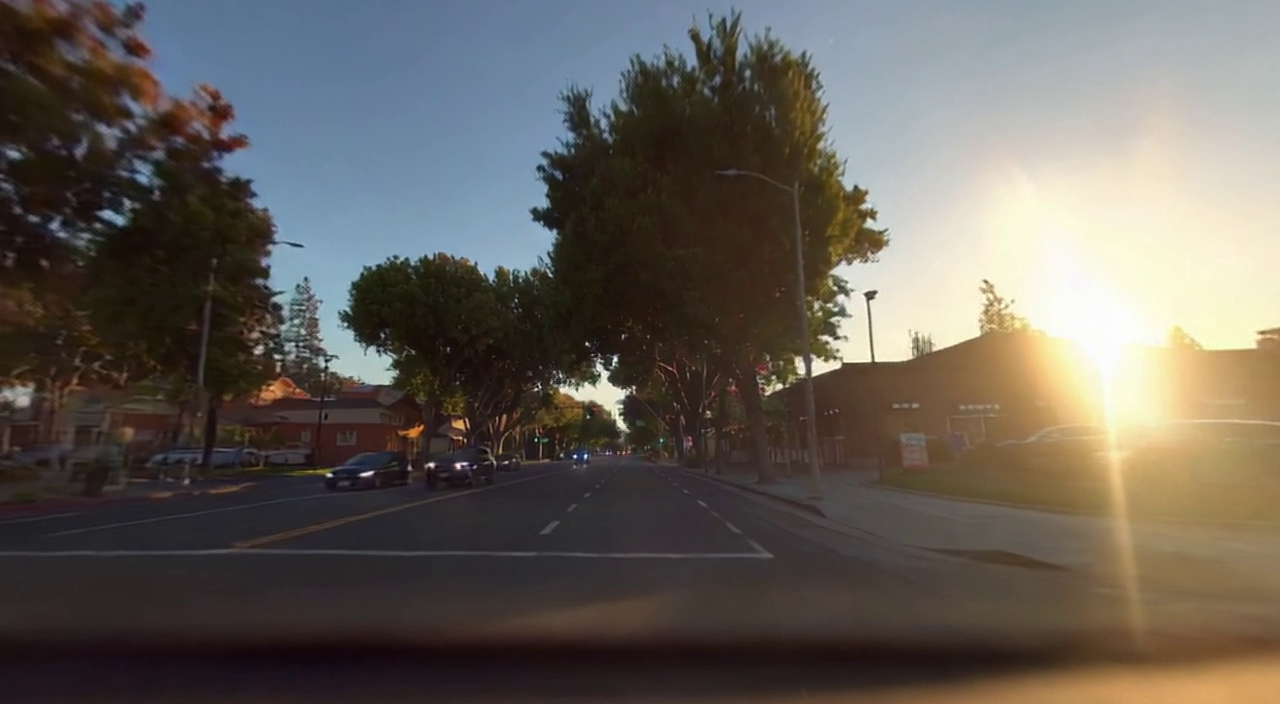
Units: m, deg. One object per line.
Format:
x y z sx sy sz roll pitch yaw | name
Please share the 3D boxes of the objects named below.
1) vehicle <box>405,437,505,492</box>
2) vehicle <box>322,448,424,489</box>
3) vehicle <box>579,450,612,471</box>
-6.789 4.193 23.839 2.322 1.819 4.651 0 -9 0 | vehicle
-10.186 4.474 24.557 2.012 1.429 4.462 0 -9 0 | vehicle
-3.250 8.141 47.401 2.122 1.469 4.388 0 -9 1 | vehicle
